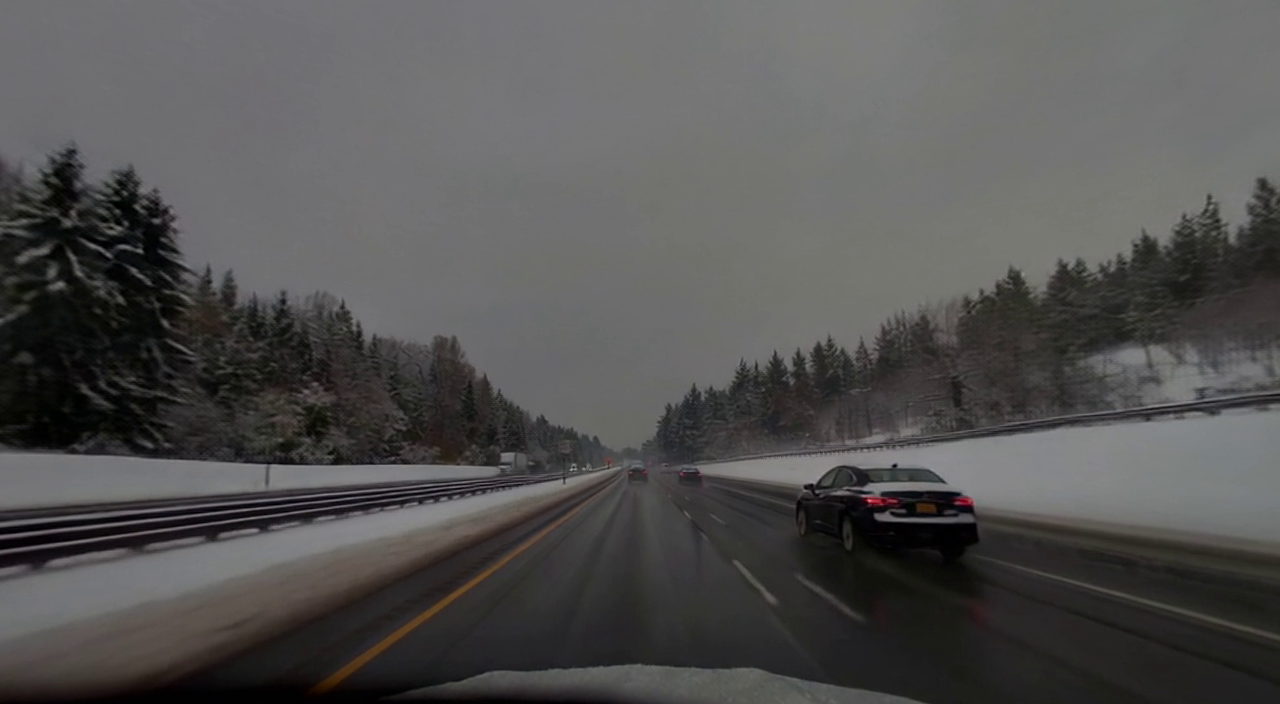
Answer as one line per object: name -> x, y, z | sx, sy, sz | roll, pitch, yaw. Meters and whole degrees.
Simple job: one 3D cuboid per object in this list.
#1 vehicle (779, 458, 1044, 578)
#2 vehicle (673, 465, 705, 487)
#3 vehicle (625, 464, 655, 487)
vehicle -> 3.871, 2.492, 10.222 | 2.018, 1.426, 4.941 | 1, -10, -1
vehicle -> 3.549, 9.033, 45.976 | 1.976, 1.467, 3.783 | 1, -10, -1
vehicle -> -0.008, 8.514, 43.437 | 1.980, 1.483, 3.865 | 1, -10, 0
